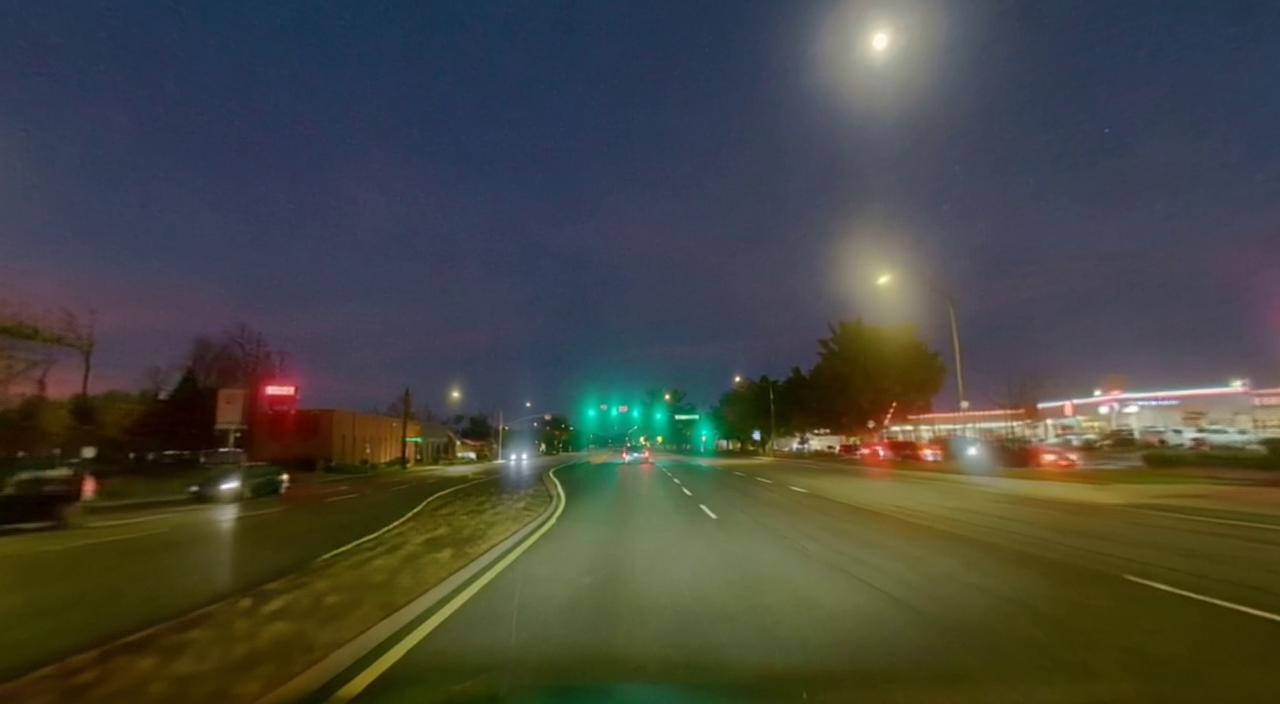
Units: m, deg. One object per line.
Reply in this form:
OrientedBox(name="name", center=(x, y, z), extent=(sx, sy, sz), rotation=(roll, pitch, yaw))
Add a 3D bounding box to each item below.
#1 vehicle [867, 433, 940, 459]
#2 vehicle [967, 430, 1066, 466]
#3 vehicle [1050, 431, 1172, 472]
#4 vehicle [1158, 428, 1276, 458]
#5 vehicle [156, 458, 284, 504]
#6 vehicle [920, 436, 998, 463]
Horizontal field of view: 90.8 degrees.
OrientedBox(name="vehicle", center=(20.091, 7.169, 48.185), extent=(5.072, 1.887, 2.189), rotation=(4, -9, -24))
OrientedBox(name="vehicle", center=(19.158, 4.860, 32.123), extent=(4.630, 1.704, 2.063), rotation=(4, -10, -27))
OrientedBox(name="vehicle", center=(19.331, 4.053, 25.908), extent=(4.731, 1.535, 2.079), rotation=(4, -10, -28))
OrientedBox(name="vehicle", center=(31.757, 5.035, 34.872), extent=(4.446, 1.560, 1.943), rotation=(-1, -8, 2))
OrientedBox(name="vehicle", center=(-16.777, 5.129, 25.552), extent=(1.888, 1.591, 4.431), rotation=(-1, -8, 4))
OrientedBox(name="vehicle", center=(19.413, 5.917, 38.469), extent=(4.238, 1.561, 1.922), rotation=(4, -9, -25))
